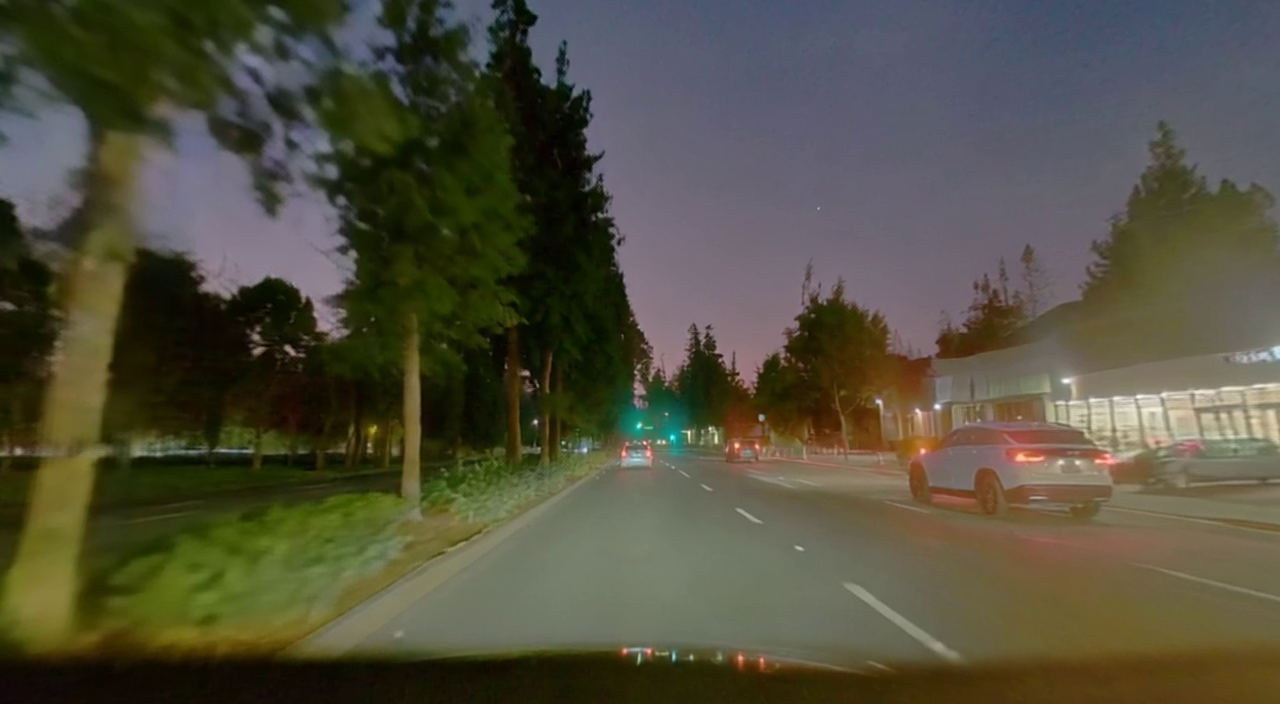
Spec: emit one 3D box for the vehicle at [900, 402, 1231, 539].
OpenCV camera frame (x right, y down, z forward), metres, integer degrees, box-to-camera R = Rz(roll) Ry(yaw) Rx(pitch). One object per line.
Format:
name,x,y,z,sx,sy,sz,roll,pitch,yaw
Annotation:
vehicle,7.206,2.087,11.839,2.240,1.923,5.678,0,-8,0

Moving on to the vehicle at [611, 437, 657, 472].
vehicle,-0.291,4.909,30.502,2.037,1.568,3.693,0,-8,-1

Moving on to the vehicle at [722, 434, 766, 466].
vehicle,6.496,6.193,40.035,1.955,1.845,4.538,0,-8,-1
